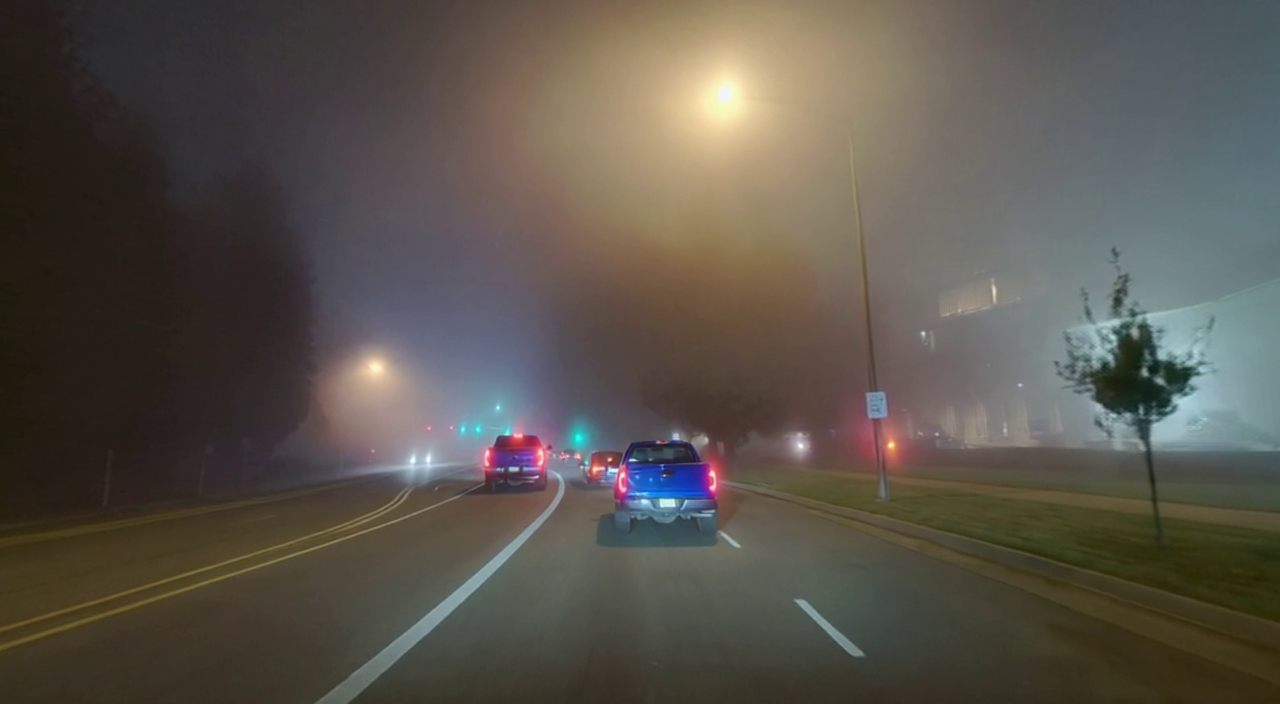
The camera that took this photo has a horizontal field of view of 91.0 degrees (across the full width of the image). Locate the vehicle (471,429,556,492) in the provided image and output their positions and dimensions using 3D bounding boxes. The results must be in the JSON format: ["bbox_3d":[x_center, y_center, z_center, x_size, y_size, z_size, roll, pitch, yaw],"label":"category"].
[{"bbox_3d":[-4.482,3.952,23.296,2.512,1.992,5.725,1,-9,-6],"label":"vehicle"}]

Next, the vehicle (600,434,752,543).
[{"bbox_3d":[0.387,2.251,11.047,2.142,1.528,4.133,1,-9,-4],"label":"vehicle"}]
